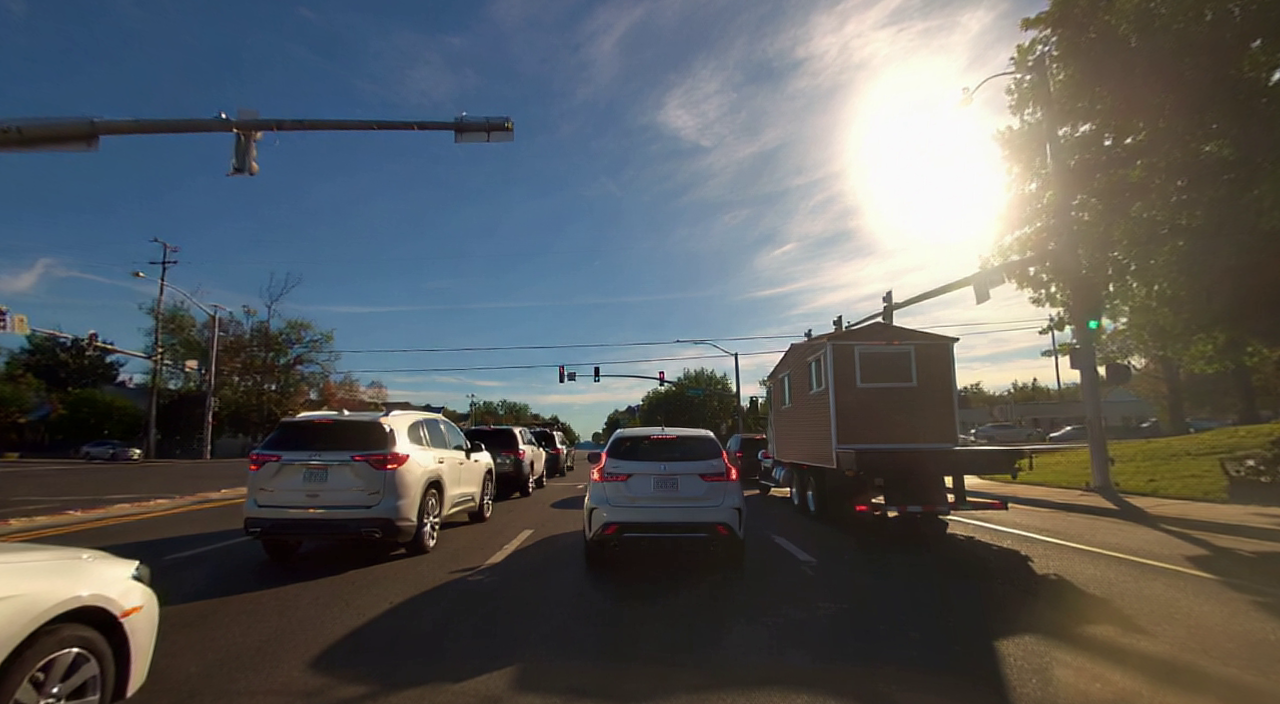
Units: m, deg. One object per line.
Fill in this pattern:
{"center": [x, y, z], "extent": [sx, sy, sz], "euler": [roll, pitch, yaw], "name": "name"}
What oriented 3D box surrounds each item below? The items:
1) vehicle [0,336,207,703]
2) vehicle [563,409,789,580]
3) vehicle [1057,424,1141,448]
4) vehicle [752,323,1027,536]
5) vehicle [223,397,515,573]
{"center": [-3.432, 0.670, 1.474], "extent": [1.952, 1.730, 4.116], "euler": [0, -9, -1], "name": "vehicle"}
{"center": [0.357, 1.704, 8.314], "extent": [2.189, 1.649, 4.171], "euler": [0, -9, 0], "name": "vehicle"}
{"center": [33.191, 6.130, 45.860], "extent": [4.671, 1.595, 1.824], "euler": [-5, -10, 31], "name": "vehicle"}
{"center": [3.690, 1.393, 10.989], "extent": [2.531, 2.750, 5.595], "euler": [0, -9, 1], "name": "vehicle"}
{"center": [-3.265, 1.712, 8.841], "extent": [2.085, 1.812, 4.388], "euler": [0, -9, 0], "name": "vehicle"}
